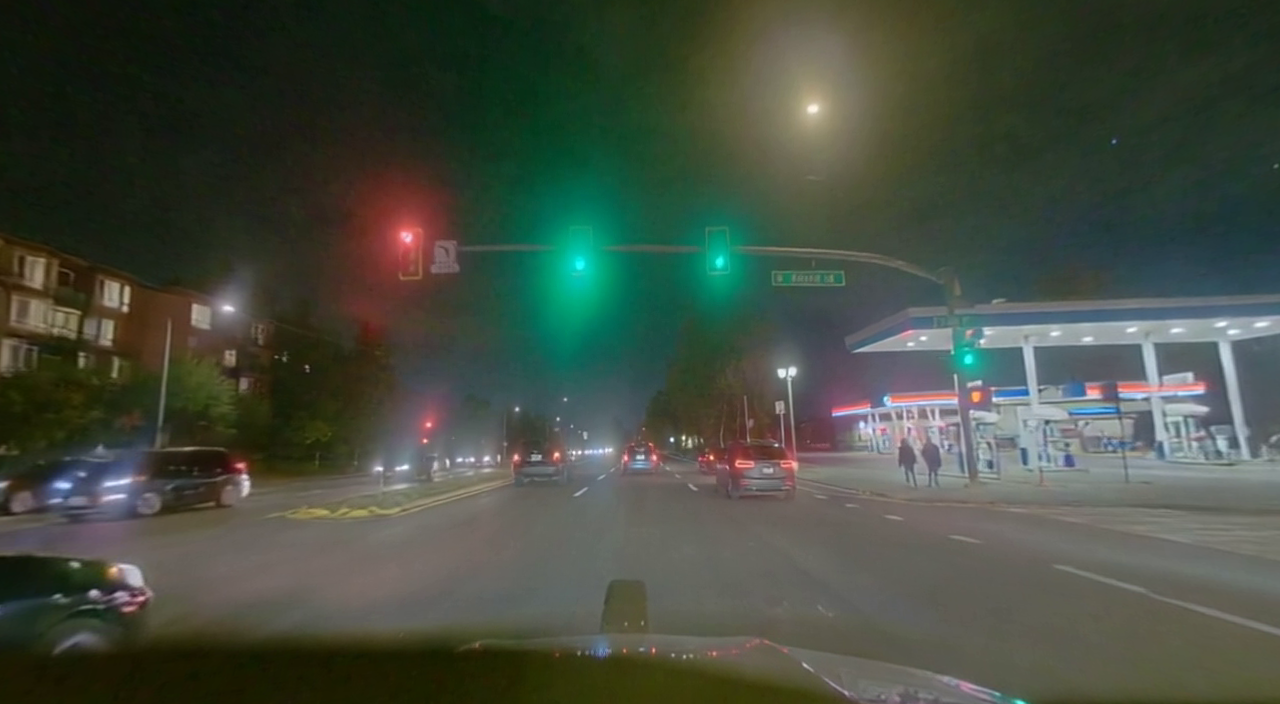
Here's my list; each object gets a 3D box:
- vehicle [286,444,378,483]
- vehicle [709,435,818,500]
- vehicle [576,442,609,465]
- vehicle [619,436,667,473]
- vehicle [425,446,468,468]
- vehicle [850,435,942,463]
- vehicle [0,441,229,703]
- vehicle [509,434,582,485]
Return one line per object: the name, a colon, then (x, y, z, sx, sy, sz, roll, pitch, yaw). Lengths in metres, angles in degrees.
vehicle: (-15.067, 5.440, 31.175, 2.080, 1.756, 4.723, 0, -8, 0)
vehicle: (3.129, 3.030, 16.976, 1.919, 1.502, 4.572, 0, -8, -1)
vehicle: (-3.183, 6.890, 42.878, 1.901, 1.483, 4.372, 0, -8, 0)
vehicle: (0.119, 4.960, 30.692, 2.192, 1.674, 4.124, 0, -8, 0)
vehicle: (-15.085, 8.202, 49.278, 1.905, 1.613, 4.331, 0, -8, 1)
vehicle: (15.992, 6.064, 39.527, 1.860, 1.587, 4.949, 8, -12, -44)
vehicle: (-3.347, 0.856, 1.282, 2.013, 1.354, 4.393, 0, -8, 1)
vehicle: (-3.294, 3.836, 22.755, 1.988, 1.645, 3.995, 0, -8, 1)
